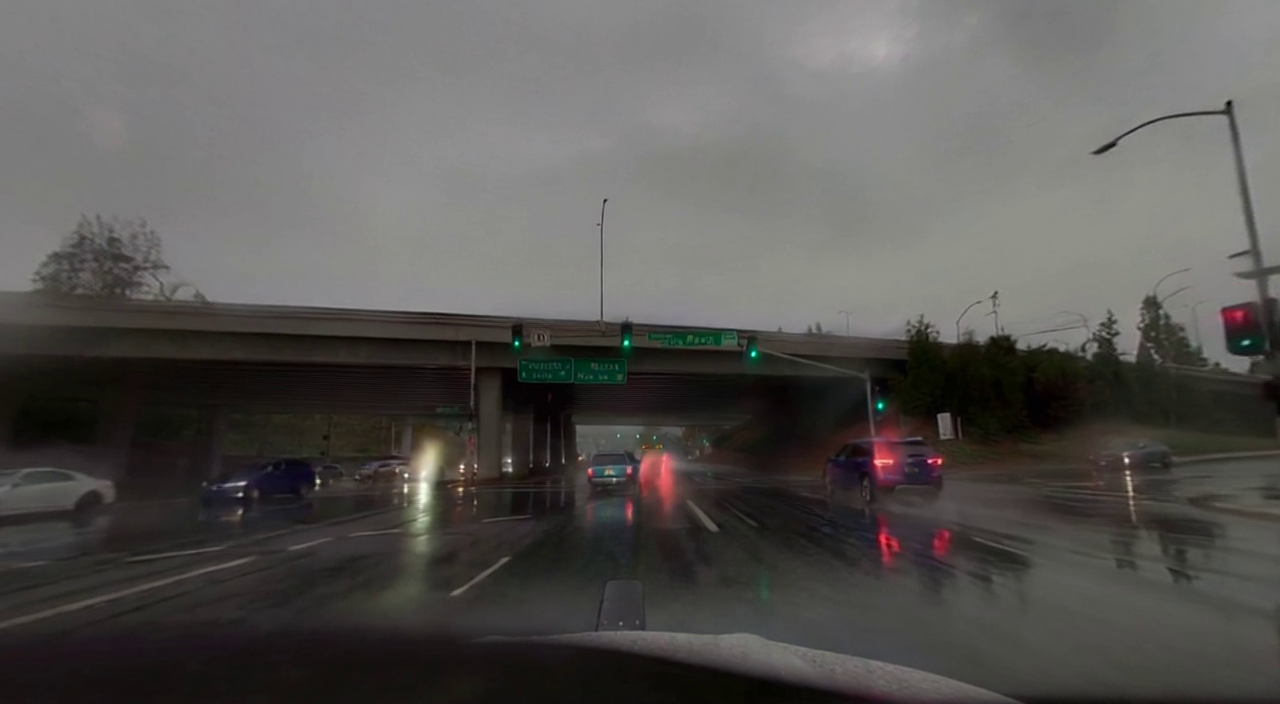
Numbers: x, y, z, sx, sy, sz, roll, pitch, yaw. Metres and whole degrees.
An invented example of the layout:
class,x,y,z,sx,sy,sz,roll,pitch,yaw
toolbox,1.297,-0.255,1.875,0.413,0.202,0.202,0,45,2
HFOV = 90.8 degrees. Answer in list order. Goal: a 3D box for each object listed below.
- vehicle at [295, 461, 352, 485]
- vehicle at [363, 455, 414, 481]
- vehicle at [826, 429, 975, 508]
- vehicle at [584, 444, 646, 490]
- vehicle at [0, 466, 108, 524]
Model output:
class,x,y,z,sx,sy,sz,roll,pitch,yaw
vehicle,-23.256,8.870,46.642,1.849,1.539,4.665,0,-8,-1
vehicle,-19.339,8.903,48.845,1.990,1.789,4.973,0,-8,-1
vehicle,6.662,3.011,16.801,2.074,1.785,4.320,0,-8,-1
vehicle,-0.948,4.782,26.711,2.060,1.768,4.681,-1,-8,4
vehicle,-19.333,4.391,19.681,1.857,1.534,4.221,0,-8,-1
